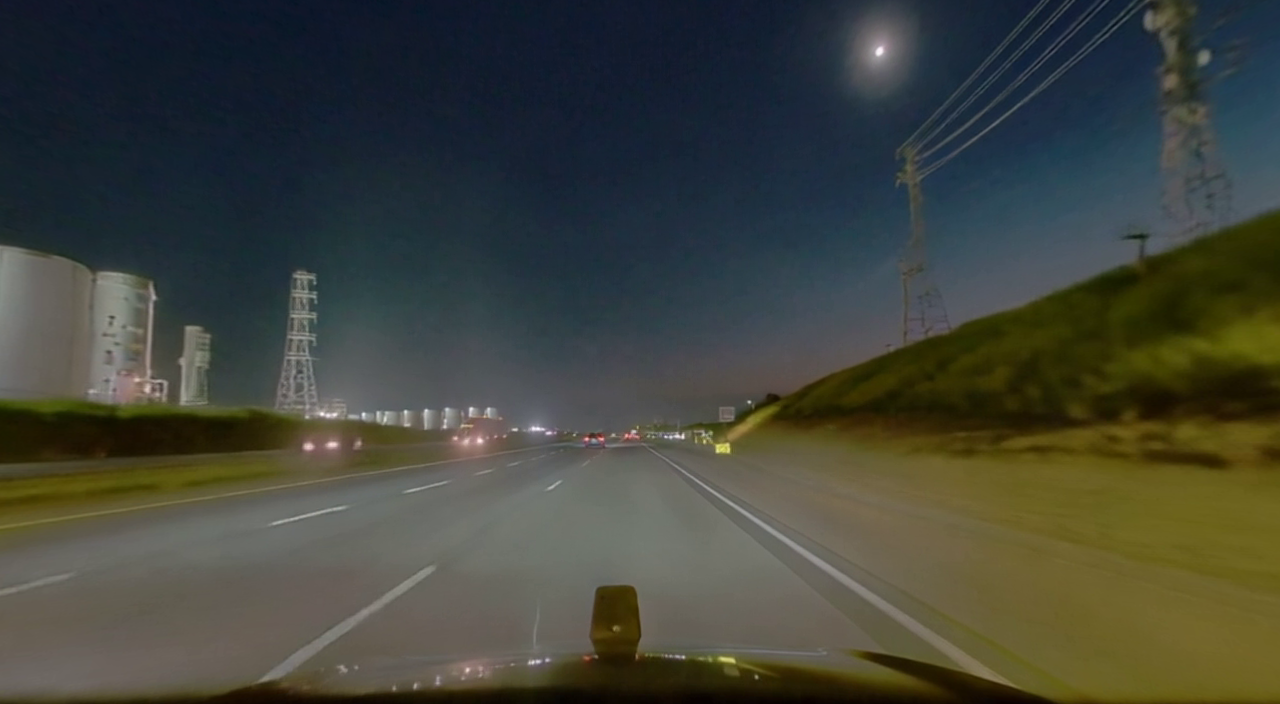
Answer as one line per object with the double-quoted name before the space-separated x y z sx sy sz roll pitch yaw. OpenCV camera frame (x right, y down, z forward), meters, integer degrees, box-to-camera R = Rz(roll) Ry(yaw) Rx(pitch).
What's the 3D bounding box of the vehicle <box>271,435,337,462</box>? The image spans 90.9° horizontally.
"vehicle" -19.444 5.574 36.652 1.788 1.433 3.806 0 -8 -1
